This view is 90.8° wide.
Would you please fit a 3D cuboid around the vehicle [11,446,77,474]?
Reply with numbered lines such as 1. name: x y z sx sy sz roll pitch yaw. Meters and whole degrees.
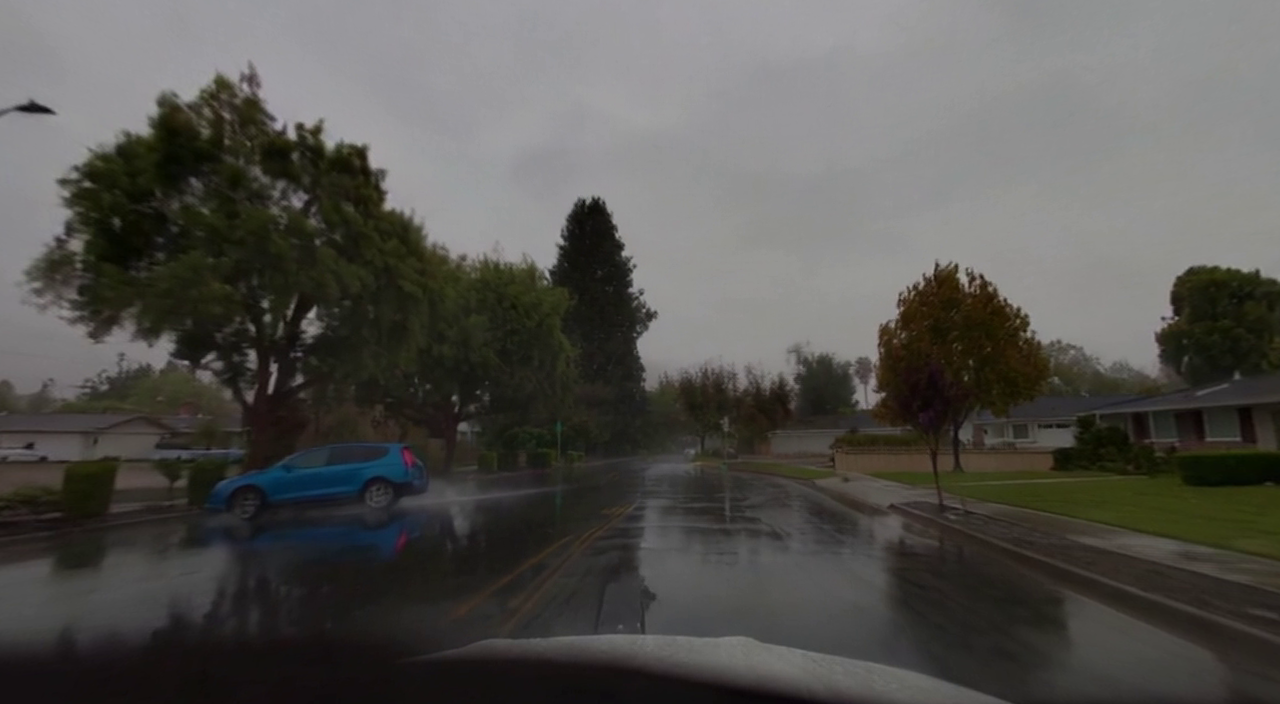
1. vehicle: -33.573 6.024 35.539 4.764 1.487 2.002 -7 -11 40

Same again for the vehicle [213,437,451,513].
1. vehicle: -7.221 2.900 15.170 4.692 1.660 1.879 0 -9 2
